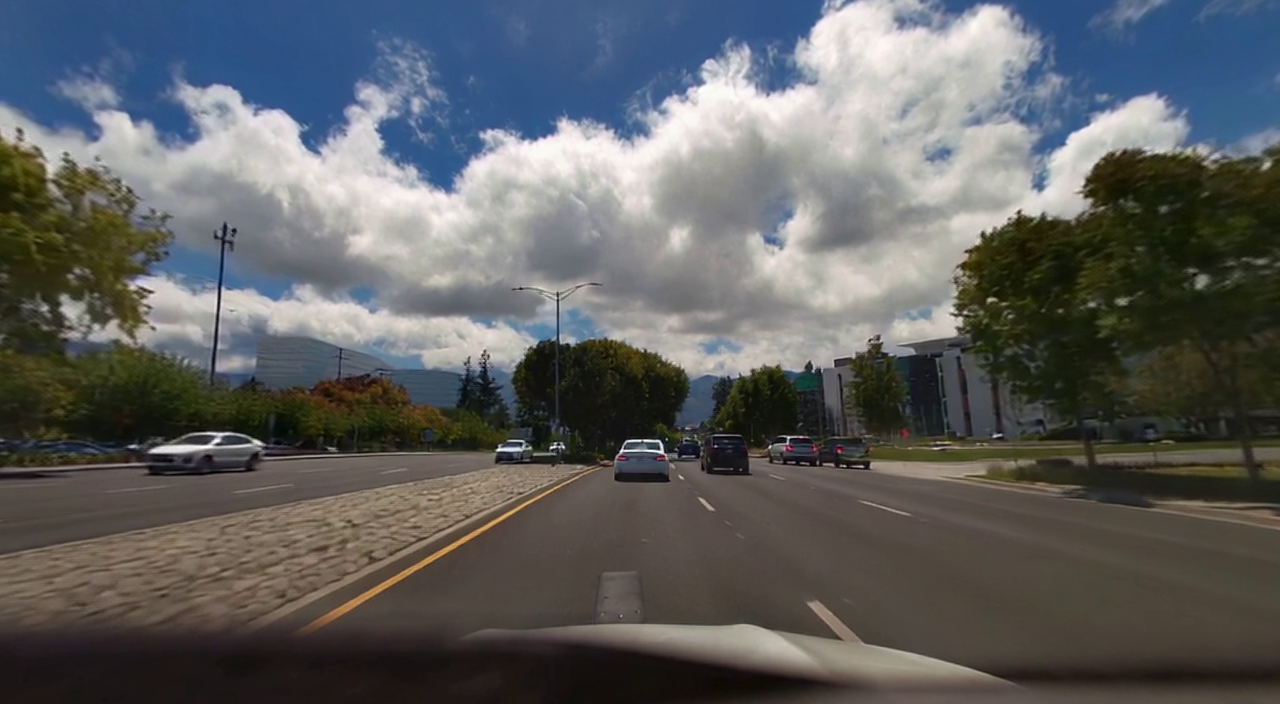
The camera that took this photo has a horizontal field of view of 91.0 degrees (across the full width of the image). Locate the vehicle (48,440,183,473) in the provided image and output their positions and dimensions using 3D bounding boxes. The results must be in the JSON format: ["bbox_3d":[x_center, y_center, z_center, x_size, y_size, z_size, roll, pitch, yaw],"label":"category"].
[{"bbox_3d":[-24.670,4.925,29.764,4.381,1.490,1.941,2,-9,-12],"label":"vehicle"}]

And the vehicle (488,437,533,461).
[{"bbox_3d":[-8.953,6.743,43.786,2.074,1.543,4.536,0,-8,1],"label":"vehicle"}]

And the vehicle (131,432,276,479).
[{"bbox_3d":[-15.895,3.796,23.330,1.885,1.553,4.828,0,-8,0],"label":"vehicle"}]

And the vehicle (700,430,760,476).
[{"bbox_3d":[3.779,4.342,27.267,1.976,1.796,4.159,0,-8,0],"label":"vehicle"}]

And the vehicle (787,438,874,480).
[{"bbox_3d":[7.248,4.110,24.456,1.928,1.488,4.361,0,-8,-1],"label":"vehicle"}]

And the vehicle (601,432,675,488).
[{"bbox_3d":[-0.056,3.474,20.561,2.145,1.603,4.369,0,-8,0],"label":"vehicle"}]

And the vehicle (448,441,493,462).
[{"bbox_3d":[-12.551,7.398,46.891,1.915,1.456,4.636,0,-8,2],"label":"vehicle"}]
